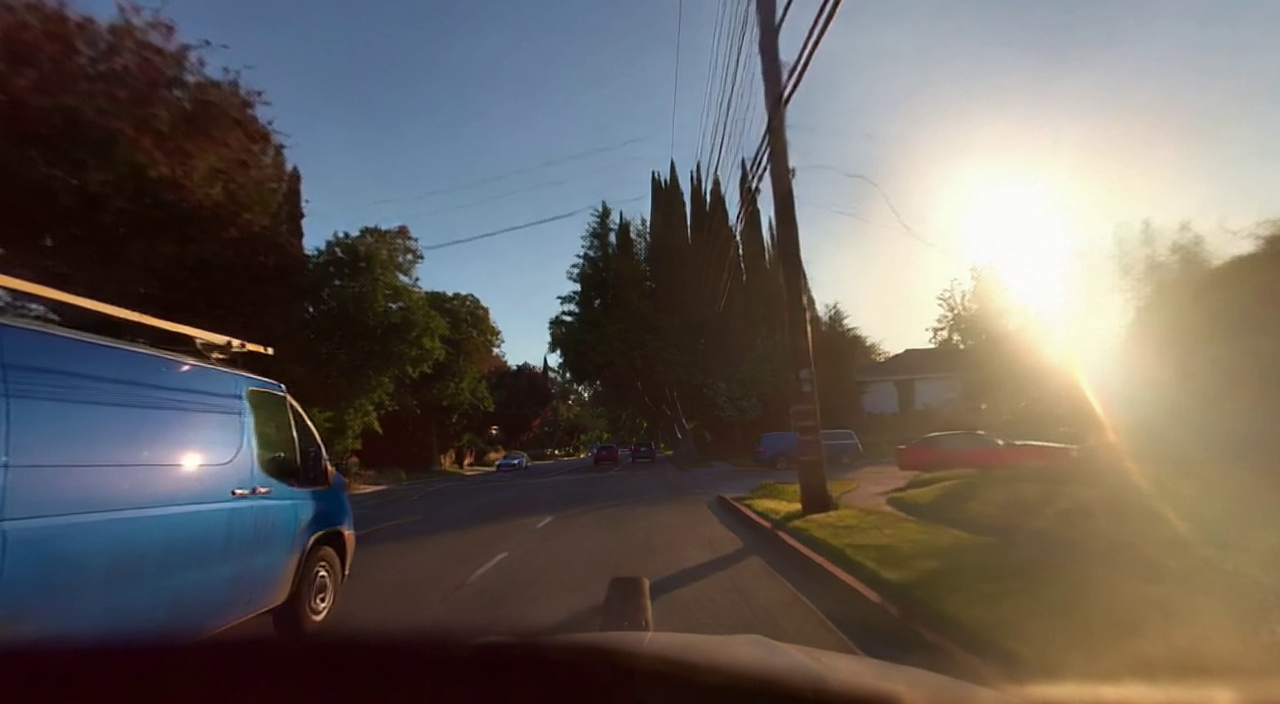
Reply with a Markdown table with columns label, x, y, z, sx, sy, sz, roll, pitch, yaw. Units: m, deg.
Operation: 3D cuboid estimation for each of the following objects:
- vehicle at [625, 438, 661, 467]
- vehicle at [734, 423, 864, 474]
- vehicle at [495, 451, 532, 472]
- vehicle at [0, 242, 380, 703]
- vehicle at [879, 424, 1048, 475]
| label | x | y | z | sx | sy | sz | roll | pitch | yaw |
| --- | --- | --- | --- | --- | --- | --- | --- | --- | --- |
| vehicle | 0.185 | 6.234 | 39.262 | 2.120 | 1.718 | 3.909 | 0 | -8 | 1 |
| vehicle | 6.769 | 4.124 | 27.010 | 5.012 | 1.711 | 2.457 | -7 | -8 | 15 |
| vehicle | -9.380 | 8.113 | 47.004 | 1.844 | 1.454 | 4.288 | 0 | -8 | 1 |
| vehicle | -3.510 | 0.724 | 2.553 | 2.336 | 2.152 | 5.866 | 0 | -8 | 1 |
| vehicle | 10.177 | 3.099 | 20.099 | 4.295 | 1.505 | 1.918 | 0 | -8 | 1 |
